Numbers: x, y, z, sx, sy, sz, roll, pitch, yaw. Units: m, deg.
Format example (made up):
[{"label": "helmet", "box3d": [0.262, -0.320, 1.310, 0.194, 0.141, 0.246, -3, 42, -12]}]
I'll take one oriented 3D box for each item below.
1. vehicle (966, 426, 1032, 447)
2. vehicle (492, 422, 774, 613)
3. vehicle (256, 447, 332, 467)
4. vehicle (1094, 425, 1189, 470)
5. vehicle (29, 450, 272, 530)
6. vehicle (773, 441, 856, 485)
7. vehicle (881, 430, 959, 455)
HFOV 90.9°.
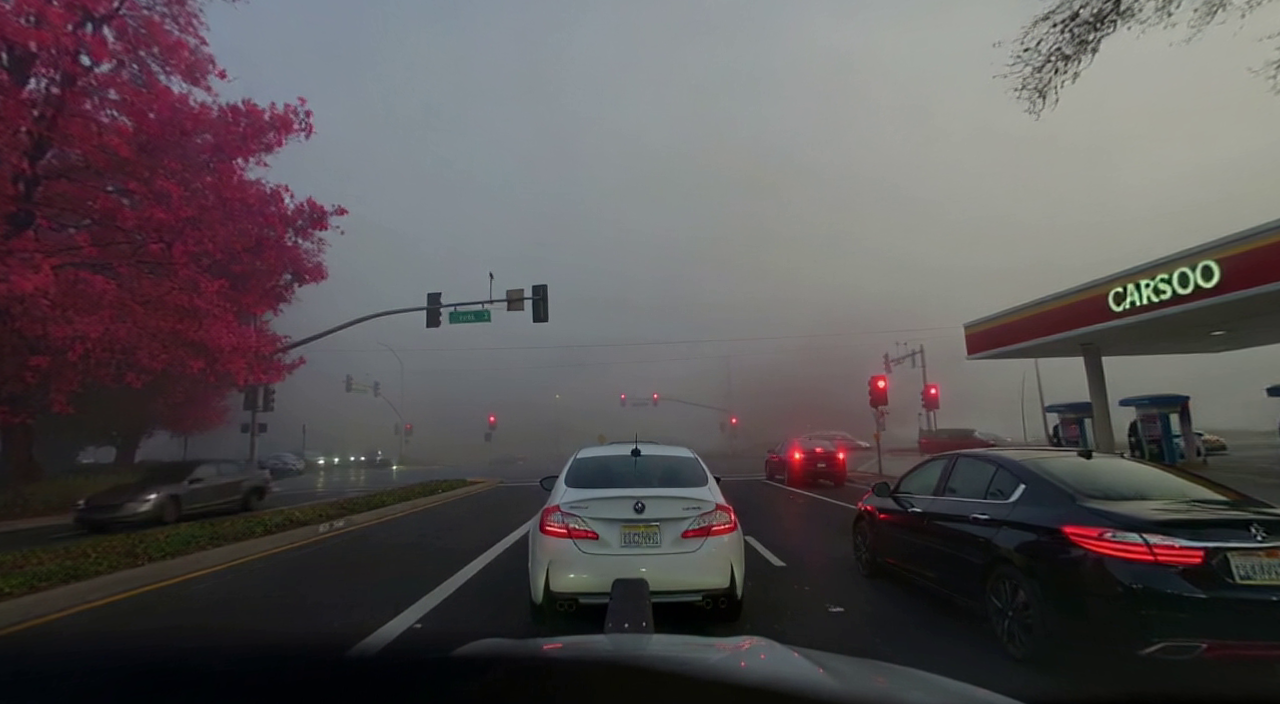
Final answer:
[{"label": "vehicle", "box3d": [27.398, 6.478, 48.176, 3.968, 1.572, 1.740, 0, -9, 4]}, {"label": "vehicle", "box3d": [-0.065, 1.607, 7.074, 2.213, 1.482, 4.057, 0, -8, 0]}, {"label": "vehicle", "box3d": [-26.747, 8.112, 48.793, 4.806, 1.472, 1.886, -1, -8, 5]}, {"label": "vehicle", "box3d": [18.566, 3.509, 23.277, 4.300, 1.495, 2.053, 8, -12, -43]}, {"label": "vehicle", "box3d": [-10.853, 3.042, 14.558, 1.944, 1.465, 4.609, 0, -8, -1]}, {"label": "vehicle", "box3d": [6.543, 4.170, 24.118, 1.942, 1.511, 4.390, 0, -8, 0]}, {"label": "vehicle", "box3d": [19.401, 6.320, 43.897, 4.622, 1.675, 2.022, -2, -9, 14]}]
